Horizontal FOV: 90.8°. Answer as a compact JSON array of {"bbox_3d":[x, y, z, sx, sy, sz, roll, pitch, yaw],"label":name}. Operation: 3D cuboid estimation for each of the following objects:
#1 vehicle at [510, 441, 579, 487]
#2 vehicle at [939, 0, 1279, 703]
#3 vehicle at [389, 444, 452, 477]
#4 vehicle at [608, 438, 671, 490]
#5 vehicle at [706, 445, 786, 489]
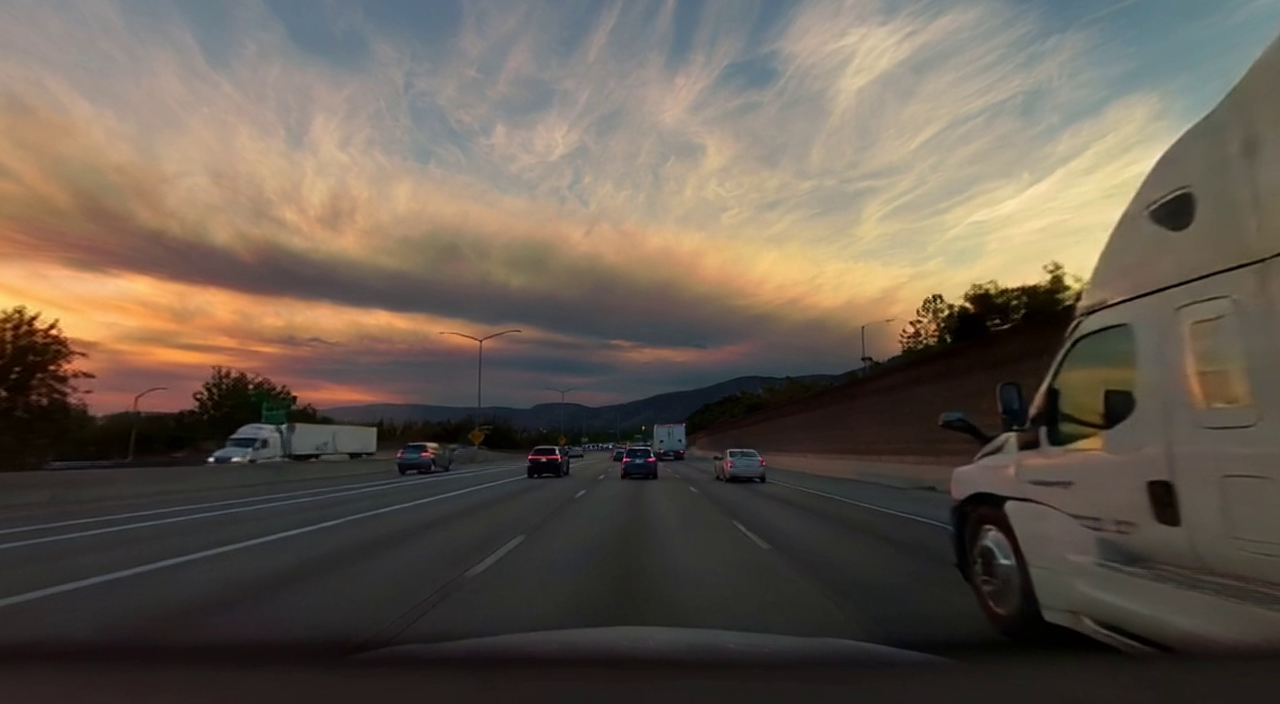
[{"bbox_3d":[-3.765,4.520,25.838,1.988,1.696,4.754,0,-9,1],"label":"vehicle"},{"bbox_3d":[3.766,-0.325,0.177,2.836,3.508,8.723,0,-9,-1],"label":"vehicle"},{"bbox_3d":[-12.718,6.288,36.841,1.946,1.773,4.446,0,-9,2],"label":"vehicle"},{"bbox_3d":[-0.001,4.103,23.403,2.103,1.717,4.399,0,-9,0],"label":"vehicle"},{"bbox_3d":[3.886,4.309,24.081,2.146,1.482,4.665,0,-9,-1],"label":"vehicle"}]
